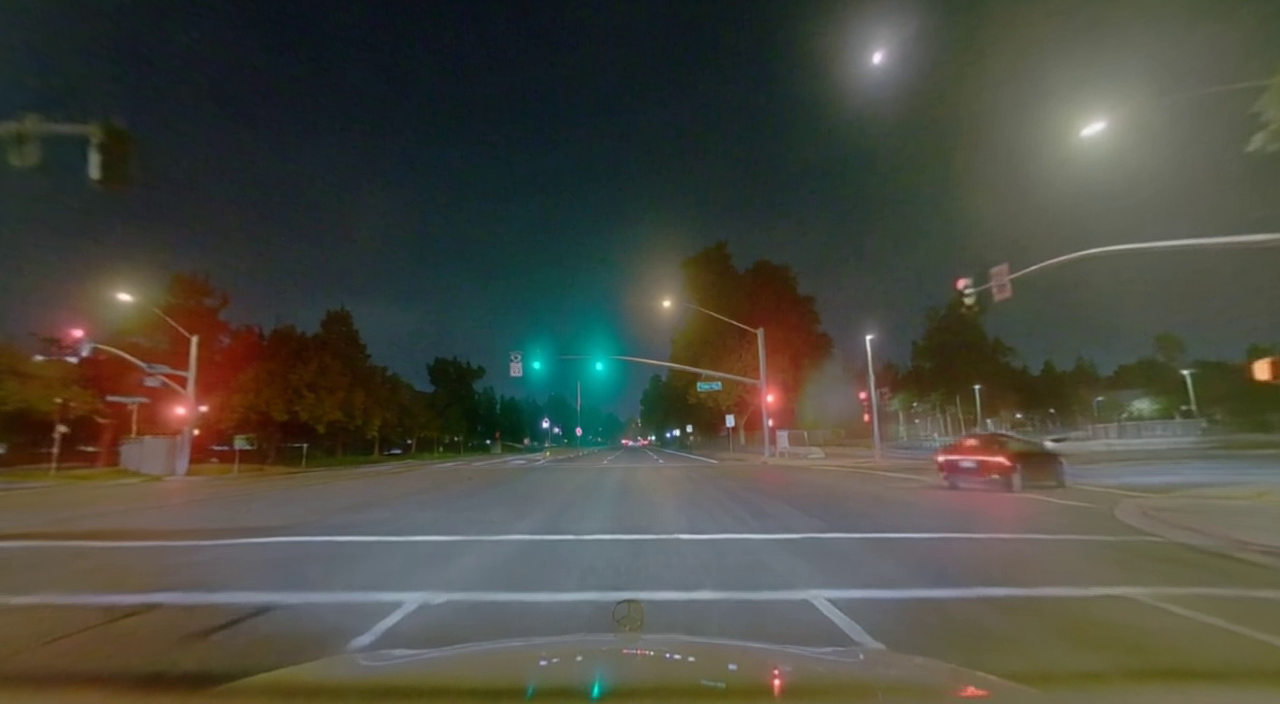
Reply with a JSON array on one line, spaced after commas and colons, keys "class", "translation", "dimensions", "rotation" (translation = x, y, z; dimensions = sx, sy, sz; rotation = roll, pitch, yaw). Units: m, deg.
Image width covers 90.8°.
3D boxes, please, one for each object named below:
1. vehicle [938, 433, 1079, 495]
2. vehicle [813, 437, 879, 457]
[{"class": "vehicle", "translation": [10.610, 3.149, 18.036], "dimensions": [4.595, 1.503, 2.289], "rotation": [10, -12, -44]}, {"class": "vehicle", "translation": [16.034, 7.412, 49.308], "dimensions": [4.483, 1.452, 1.924], "rotation": [0, -8, -1]}]
